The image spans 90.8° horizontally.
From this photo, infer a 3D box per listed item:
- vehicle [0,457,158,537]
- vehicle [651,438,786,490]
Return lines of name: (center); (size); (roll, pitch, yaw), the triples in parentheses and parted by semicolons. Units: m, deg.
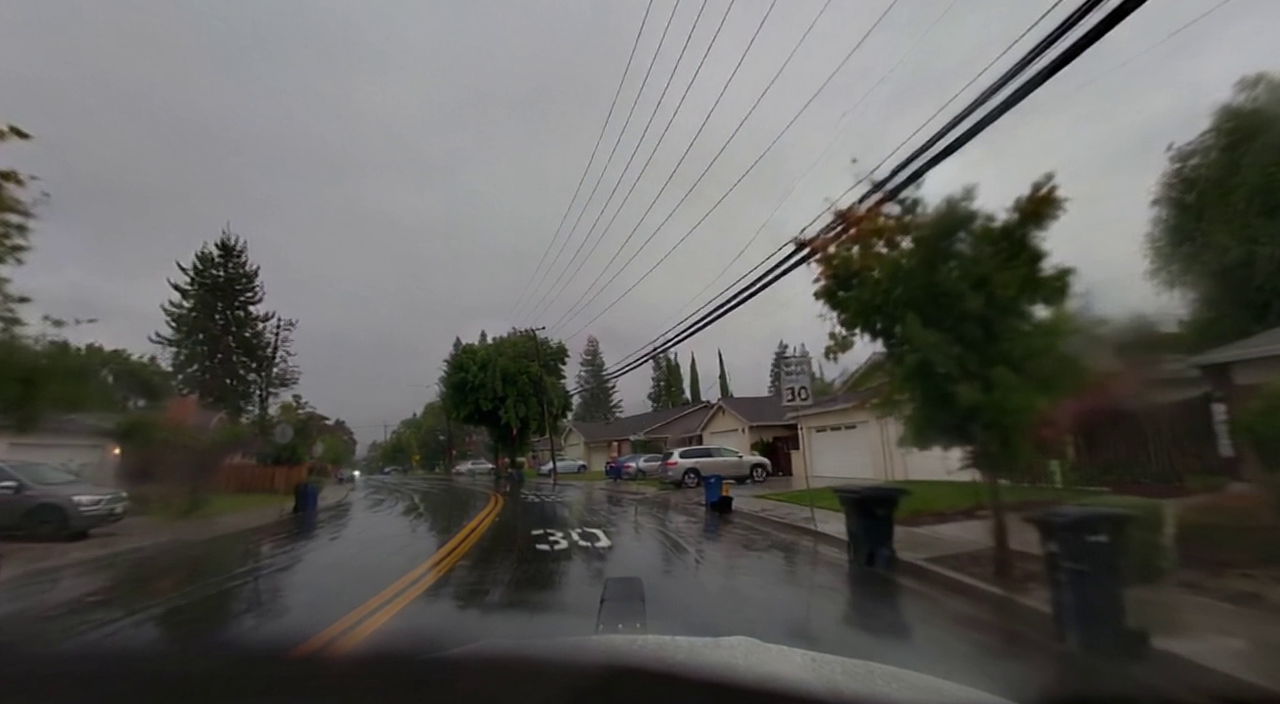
vehicle: (-13.257, 2.992, 13.270); (4.498, 1.526, 1.952); (0, -9, -4)
vehicle: (3.332, 4.814, 27.224); (5.229, 1.790, 2.153); (-1, -11, -15)
